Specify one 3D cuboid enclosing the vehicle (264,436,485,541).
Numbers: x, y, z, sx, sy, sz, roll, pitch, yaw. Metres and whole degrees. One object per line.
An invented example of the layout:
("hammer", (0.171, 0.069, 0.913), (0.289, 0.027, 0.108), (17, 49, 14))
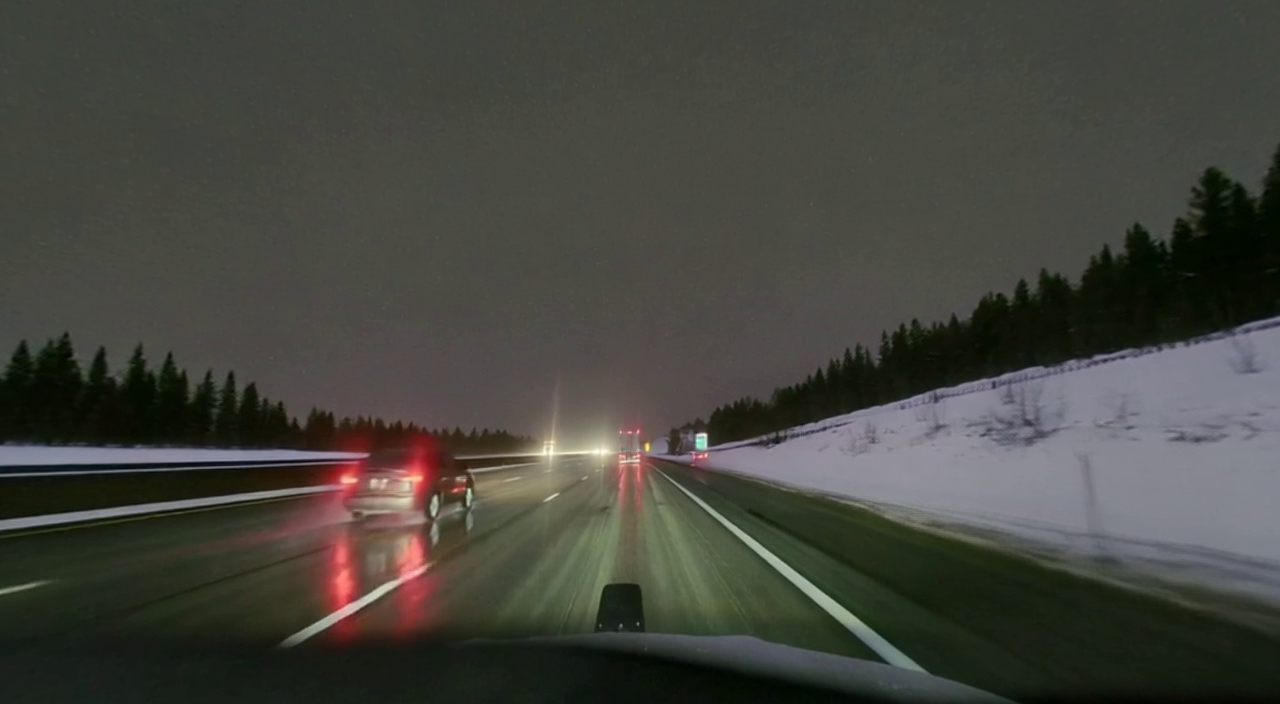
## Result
("vehicle", (-4.674, 2.469, 12.181), (2.108, 1.573, 5.000), (0, -9, 0))
